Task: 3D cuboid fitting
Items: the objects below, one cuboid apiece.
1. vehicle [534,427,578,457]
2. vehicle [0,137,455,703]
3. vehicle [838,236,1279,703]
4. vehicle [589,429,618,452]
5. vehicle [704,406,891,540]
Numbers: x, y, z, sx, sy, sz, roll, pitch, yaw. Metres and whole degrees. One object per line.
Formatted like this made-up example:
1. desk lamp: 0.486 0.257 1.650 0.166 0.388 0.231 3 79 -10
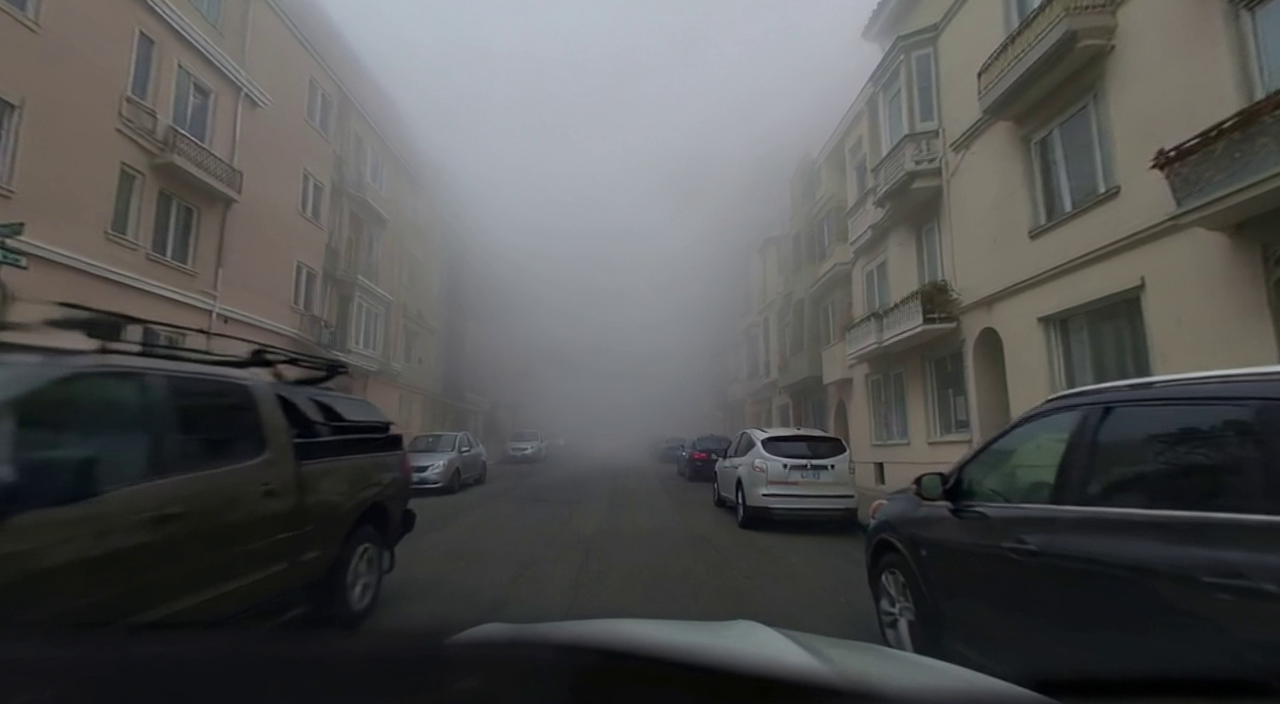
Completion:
1. vehicle: -4.769 5.224 36.285 1.872 1.484 3.978 5 -9 1
2. vehicle: -2.850 0.619 2.912 2.195 2.103 5.420 0 -8 1
3. vehicle: 2.249 0.739 2.066 1.897 1.717 4.028 0 -8 0
4. vehicle: -2.530 6.250 44.444 1.845 1.544 3.388 0 -8 -1
5. vehicle: 2.203 1.799 9.996 1.839 1.678 3.918 0 -8 -2
